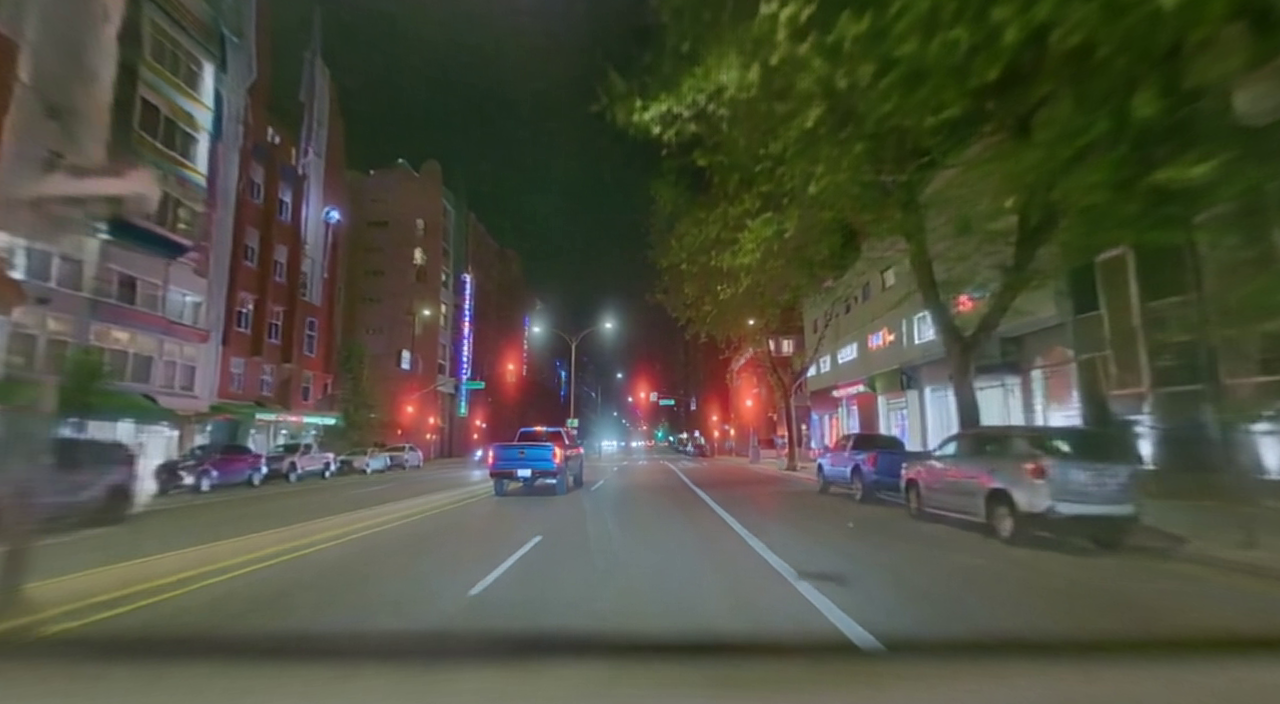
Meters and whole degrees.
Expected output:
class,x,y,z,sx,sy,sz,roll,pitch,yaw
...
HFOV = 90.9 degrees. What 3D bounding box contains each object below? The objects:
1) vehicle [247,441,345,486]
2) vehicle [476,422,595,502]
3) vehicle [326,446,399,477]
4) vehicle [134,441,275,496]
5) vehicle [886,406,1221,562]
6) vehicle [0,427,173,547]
class,x,y,z,sx,sy,sz,roll,pitch,yaw
vehicle,-15.888,5.135,29.488,1.948,1.827,4.730,-2,-8,0
vehicle,-2.566,2.900,17.047,2.197,1.786,5.365,0,-9,1
vehicle,-15.949,6.298,36.558,2.100,1.596,4.739,-2,-9,0
vehicle,-16.113,4.288,23.711,1.928,1.824,4.664,0,-9,0
vehicle,5.887,1.940,10.004,2.043,1.841,4.842,0,-9,1
vehicle,-10.159,2.087,10.033,2.013,1.704,4.364,0,-9,1
